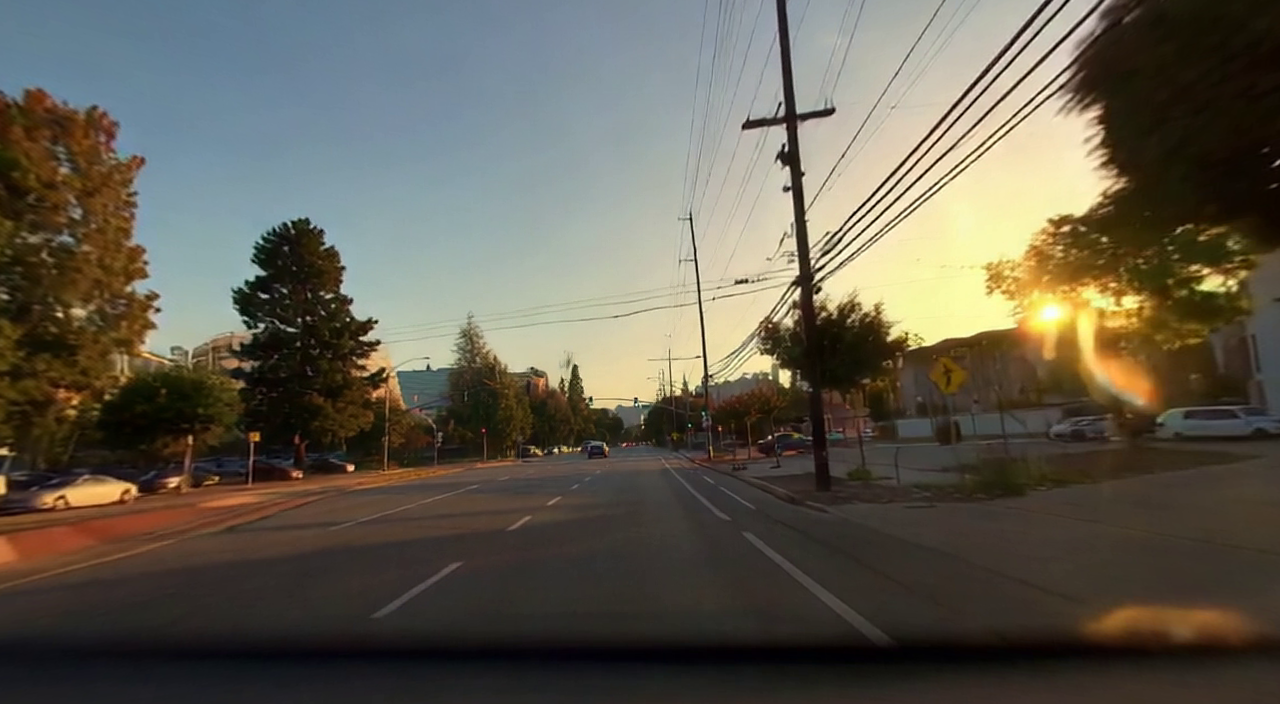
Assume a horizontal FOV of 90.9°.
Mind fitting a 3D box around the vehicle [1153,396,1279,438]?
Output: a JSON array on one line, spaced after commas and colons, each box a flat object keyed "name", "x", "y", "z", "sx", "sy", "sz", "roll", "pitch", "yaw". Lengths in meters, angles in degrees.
[{"name": "vehicle", "x": 25.550, "y": 2.858, "z": 27.475, "sx": 4.690, "sy": 1.742, "sz": 2.008, "roll": 0, "pitch": -7, "yaw": -4}]

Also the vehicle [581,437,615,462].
[{"name": "vehicle", "x": -3.163, "y": 7.490, "z": 48.689, "sx": 2.229, "sy": 1.821, "sz": 4.681, "roll": -1, "pitch": -8, "yaw": 1}]

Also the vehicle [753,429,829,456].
[{"name": "vehicle", "x": 10.573, "y": 6.365, "z": 44.423, "sx": 4.765, "sy": 1.738, "sz": 2.101, "roll": 0, "pitch": -8, "yaw": -3}]

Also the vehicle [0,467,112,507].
[{"name": "vehicle", "x": -27.064, "y": 6.075, "z": 28.513, "sx": 4.519, "sy": 1.598, "sz": 2.055, "roll": -1, "pitch": -8, "yaw": 2}]

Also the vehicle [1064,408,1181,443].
[{"name": "vehicle", "x": 25.265, "y": 3.866, "z": 33.099, "sx": 4.461, "sy": 1.695, "sz": 1.999, "roll": -1, "pitch": -7, "yaw": 0}]
